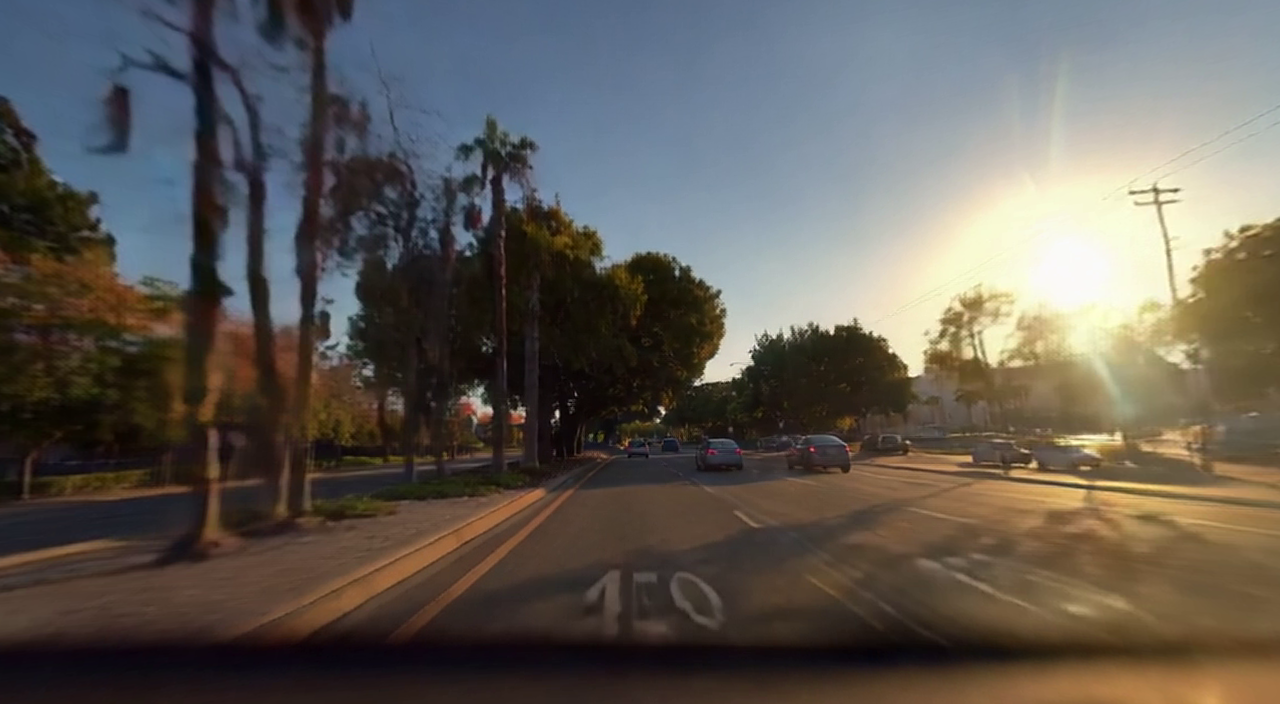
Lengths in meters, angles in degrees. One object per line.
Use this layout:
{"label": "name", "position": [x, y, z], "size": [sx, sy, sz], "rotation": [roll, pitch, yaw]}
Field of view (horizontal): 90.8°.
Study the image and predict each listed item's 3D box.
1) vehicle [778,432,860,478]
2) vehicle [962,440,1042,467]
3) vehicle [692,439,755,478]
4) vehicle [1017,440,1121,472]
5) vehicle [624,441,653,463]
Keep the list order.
{"label": "vehicle", "position": [6.984, 4.047, 25.111], "size": [1.916, 1.646, 4.258], "rotation": [0, -8, -1]}
{"label": "vehicle", "position": [20.954, 5.884, 36.793], "size": [1.844, 1.464, 4.546], "rotation": [1, -8, -2]}
{"label": "vehicle", "position": [3.353, 4.366, 26.231], "size": [1.875, 1.452, 4.453], "rotation": [1, -8, -2]}
{"label": "vehicle", "position": [20.972, 5.078, 31.147], "size": [1.852, 1.448, 4.601], "rotation": [0, -8, -1]}
{"label": "vehicle", "position": [-0.131, 7.257, 45.999], "size": [2.031, 1.444, 4.361], "rotation": [0, -8, -1]}
